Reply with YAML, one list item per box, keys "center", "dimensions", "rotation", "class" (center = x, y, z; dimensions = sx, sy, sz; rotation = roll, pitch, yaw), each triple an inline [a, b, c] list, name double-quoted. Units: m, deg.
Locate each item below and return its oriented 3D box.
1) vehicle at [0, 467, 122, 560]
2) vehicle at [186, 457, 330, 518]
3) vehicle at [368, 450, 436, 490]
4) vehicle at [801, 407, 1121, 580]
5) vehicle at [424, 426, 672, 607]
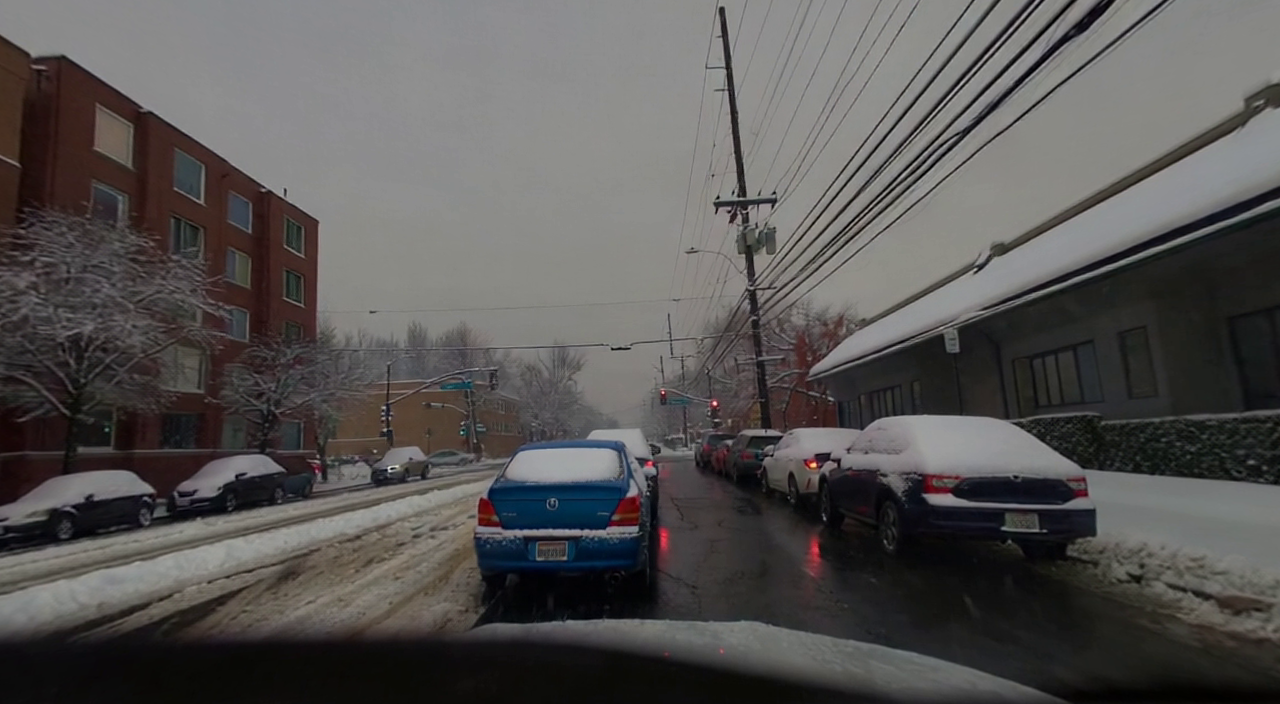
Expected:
- center: [-11.894, 2.883, 10.999]
  dimensions: [1.850, 1.487, 4.711]
  rotation: [-3, -8, -1]
  class: "vehicle"
- center: [-11.881, 4.190, 20.055]
  dimensions: [1.868, 1.491, 4.367]
  rotation: [-4, -9, 1]
  class: "vehicle"
- center: [-11.942, 5.880, 31.932]
  dimensions: [2.011, 1.687, 4.079]
  rotation: [-4, -8, -2]
  class: "vehicle"
- center: [3.790, 1.744, 8.601]
  dimensions: [1.967, 1.721, 4.410]
  rotation: [0, -8, -1]
  class: "vehicle"
- center: [-0.727, 1.686, 7.509]
  dimensions: [2.019, 1.453, 4.603]
  rotation: [0, -8, 1]
  class: "vehicle"
